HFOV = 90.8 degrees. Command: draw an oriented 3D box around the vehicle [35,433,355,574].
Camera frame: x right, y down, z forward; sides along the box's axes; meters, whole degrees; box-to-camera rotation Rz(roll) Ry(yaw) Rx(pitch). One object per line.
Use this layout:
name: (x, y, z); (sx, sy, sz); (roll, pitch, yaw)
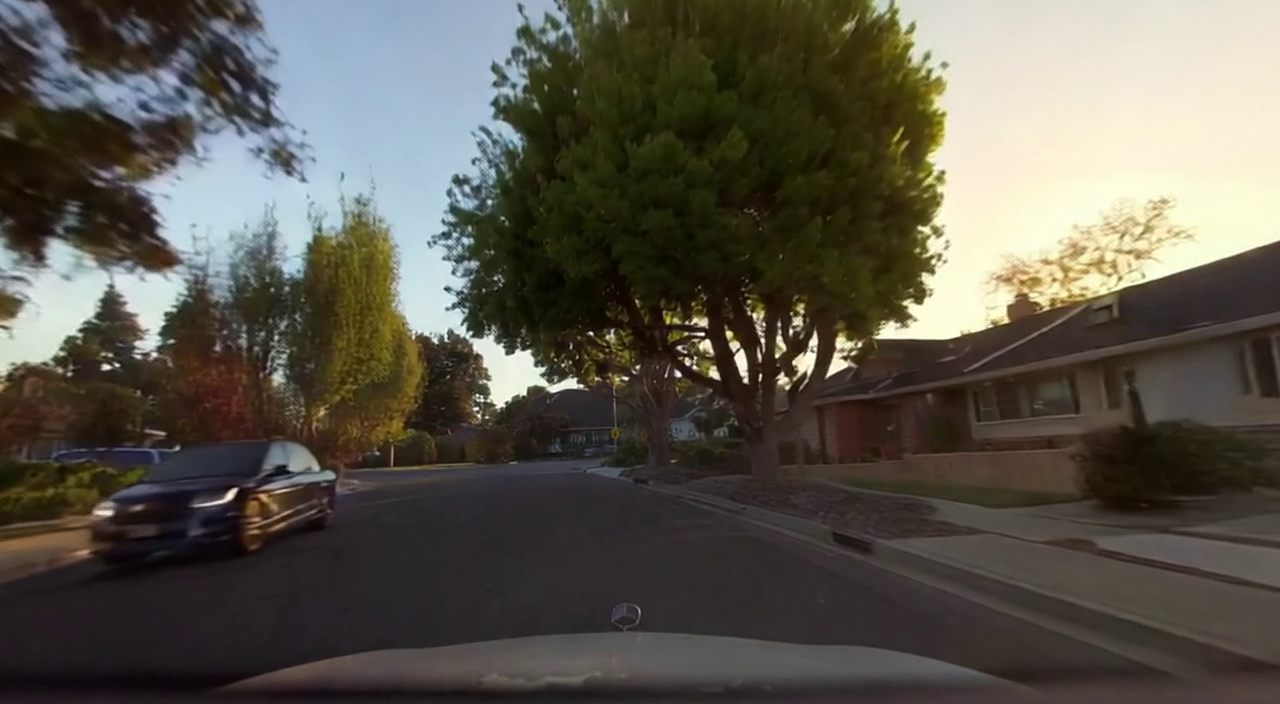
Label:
vehicle: (-6.727, 2.281, 10.477); (2.217, 1.751, 4.763); (1, -9, -6)
